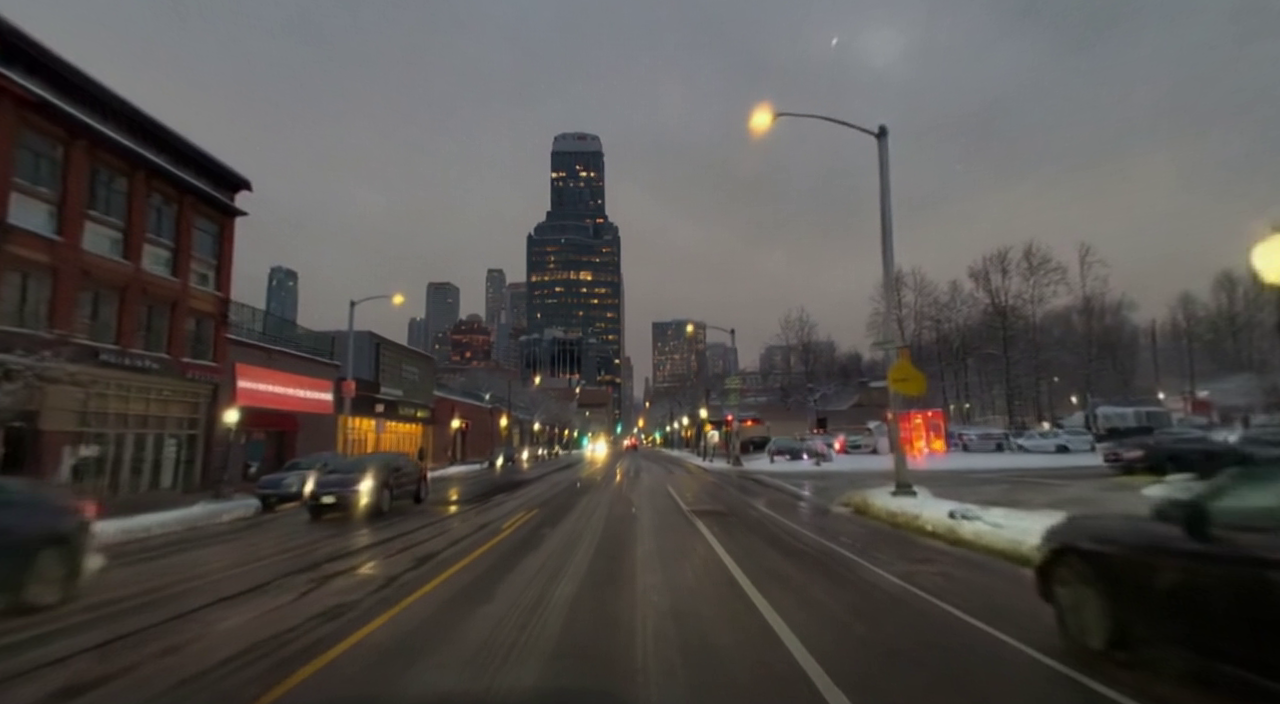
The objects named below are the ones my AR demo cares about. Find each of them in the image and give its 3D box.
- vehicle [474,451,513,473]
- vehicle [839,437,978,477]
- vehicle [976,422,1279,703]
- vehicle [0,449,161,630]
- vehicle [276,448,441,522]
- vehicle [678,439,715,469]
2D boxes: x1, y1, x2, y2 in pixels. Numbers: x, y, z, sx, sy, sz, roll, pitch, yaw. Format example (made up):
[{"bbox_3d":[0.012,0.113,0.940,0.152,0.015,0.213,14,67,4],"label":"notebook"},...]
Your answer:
[{"bbox_3d":[-11.275,8.468,49.000,2.018,1.553,4.407,0,-8,-1],"label":"vehicle"},{"bbox_3d":[10.594,4.149,25.154,4.611,1.494,1.982,0,-8,-4],"label":"vehicle"},{"bbox_3d":[3.721,1.037,2.655,1.937,1.481,4.760,0,-8,-1],"label":"vehicle"},{"bbox_3d":[-6.355,1.478,4.578,1.993,1.484,4.812,0,-8,0],"label":"vehicle"},{"bbox_3d":[-6.599,3.129,15.520,1.962,1.475,4.580,0,-8,0],"label":"vehicle"},{"bbox_3d":[3.590,6.573,40.960,2.118,1.779,5.121,0,-8,2],"label":"vehicle"}]
